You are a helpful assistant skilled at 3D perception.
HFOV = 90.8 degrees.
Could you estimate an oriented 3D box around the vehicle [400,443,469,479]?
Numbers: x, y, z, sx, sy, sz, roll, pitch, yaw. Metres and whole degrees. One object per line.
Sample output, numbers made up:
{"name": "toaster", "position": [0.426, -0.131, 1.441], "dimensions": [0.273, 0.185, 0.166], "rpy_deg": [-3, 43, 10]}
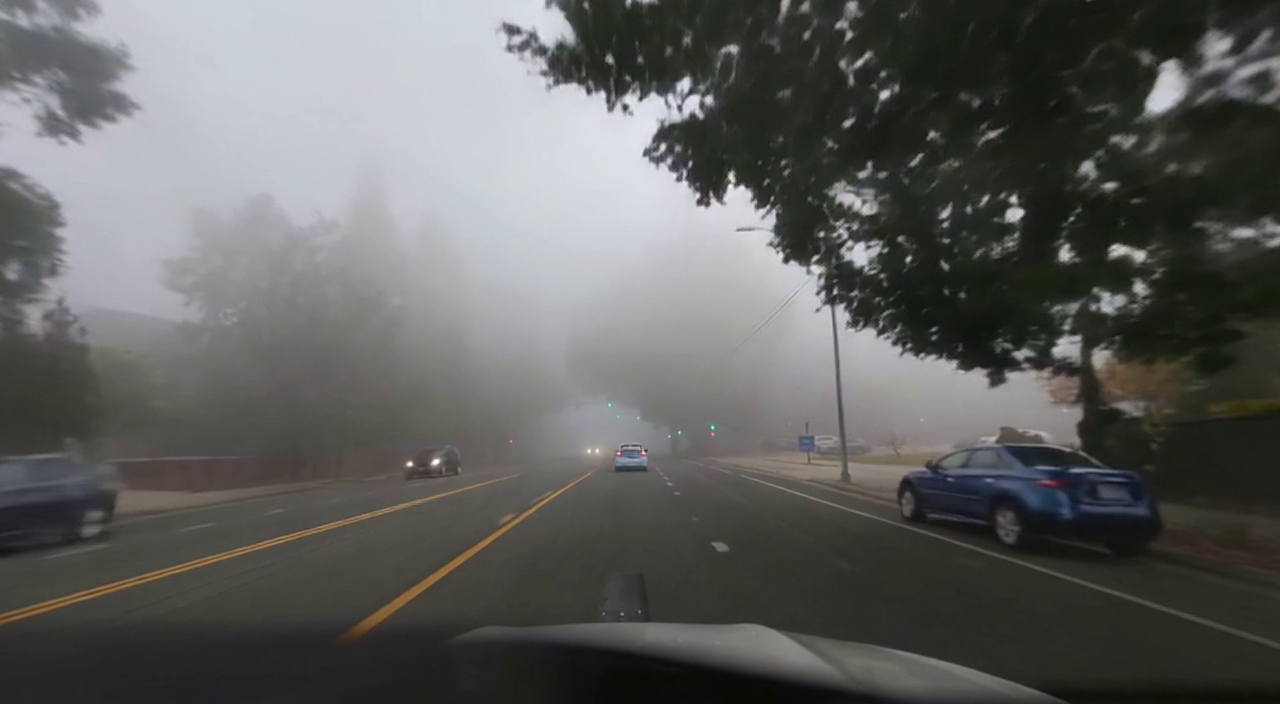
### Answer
{"name": "vehicle", "position": [-9.969, 5.316, 31.043], "dimensions": [1.945, 1.629, 4.197], "rpy_deg": [0, -9, 0]}

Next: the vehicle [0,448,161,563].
{"name": "vehicle", "position": [-9.718, 2.203, 9.289], "dimensions": [1.992, 1.547, 4.292], "rpy_deg": [0, -9, 0]}

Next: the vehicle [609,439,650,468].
{"name": "vehicle", "position": [-0.585, 5.545, 34.501], "dimensions": [2.104, 1.462, 3.991], "rpy_deg": [0, -9, -1]}

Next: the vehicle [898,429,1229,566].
{"name": "vehicle", "position": [5.767, 1.999, 9.427], "dimensions": [1.926, 1.555, 4.106], "rpy_deg": [0, -9, -3]}
